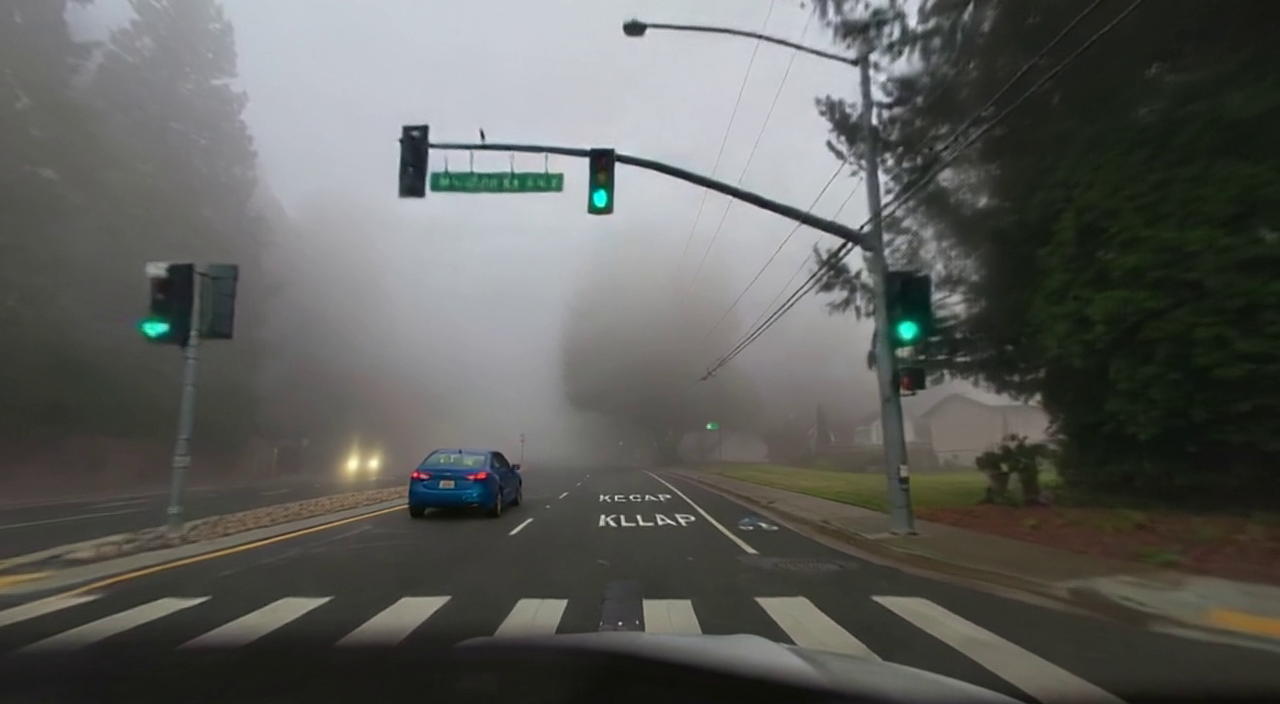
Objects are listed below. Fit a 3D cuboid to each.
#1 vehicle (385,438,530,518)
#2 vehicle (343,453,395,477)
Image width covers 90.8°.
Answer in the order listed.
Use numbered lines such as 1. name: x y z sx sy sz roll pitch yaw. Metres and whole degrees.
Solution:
1. vehicle: -3.903 2.763 14.428 1.980 1.508 4.502 0 -8 0
2. vehicle: -18.824 7.851 44.069 1.874 1.494 4.395 0 -8 -3
